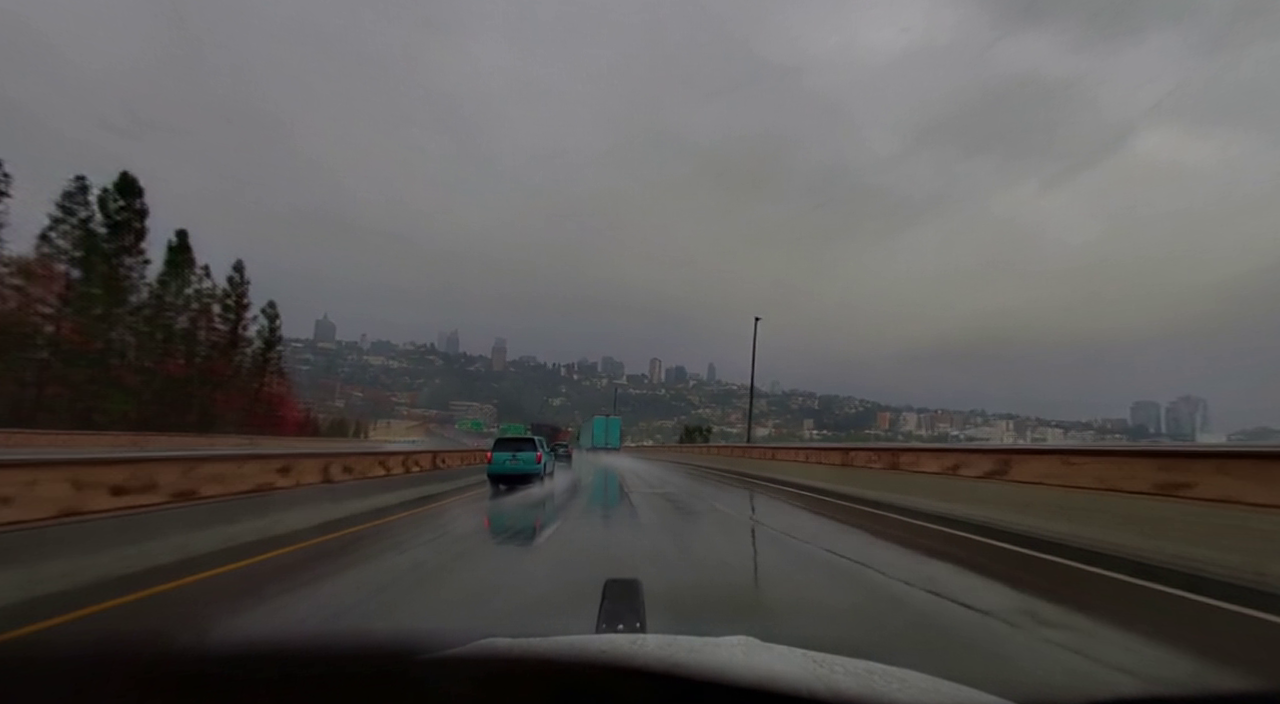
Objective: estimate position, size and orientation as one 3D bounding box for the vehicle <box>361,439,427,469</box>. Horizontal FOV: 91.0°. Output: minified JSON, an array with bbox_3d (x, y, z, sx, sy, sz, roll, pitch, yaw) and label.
[{"bbox_3d":[-14.383,5.982,37.128,2.187,1.625,4.614,1,-9,-2],"label":"vehicle"}]

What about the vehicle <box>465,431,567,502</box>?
[{"bbox_3d":[-3.356,3.195,17.925,2.041,1.734,4.391,0,-9,-1],"label":"vehicle"}]
